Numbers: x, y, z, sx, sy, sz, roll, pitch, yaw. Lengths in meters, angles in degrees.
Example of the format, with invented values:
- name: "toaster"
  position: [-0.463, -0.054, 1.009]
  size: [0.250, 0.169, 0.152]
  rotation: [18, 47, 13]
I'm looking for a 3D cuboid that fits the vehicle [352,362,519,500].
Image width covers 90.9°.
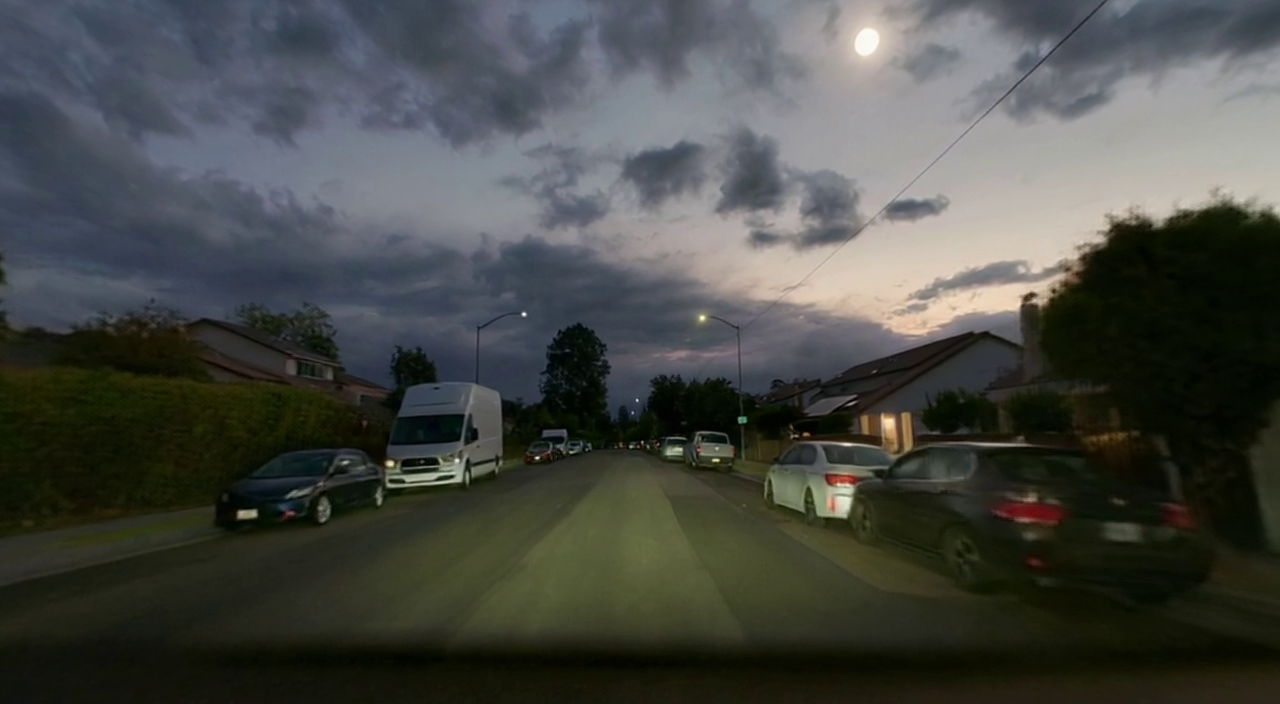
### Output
- name: "vehicle"
  position: [-6.176, 2.617, 20.761]
  size: [2.896, 3.648, 8.004]
  rotation: [0, -8, -1]

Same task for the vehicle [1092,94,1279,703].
- name: "vehicle"
  position: [3.428, 0.137, 0.762]
  size: [2.215, 2.542, 4.550]
  rotation: [-2, -7, 0]

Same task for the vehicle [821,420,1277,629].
- name: "vehicle"
  position: [3.554, 1.517, 6.705]
  size: [1.867, 1.470, 4.312]
  rotation: [0, -8, -2]

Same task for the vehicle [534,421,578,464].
- name: "vehicle"
  position: [-5.837, 6.339, 44.134]
  size: [2.408, 2.782, 3.837]
  rotation: [-3, -8, 0]

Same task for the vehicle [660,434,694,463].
- name: "vehicle"
  position: [2.416, 6.438, 42.164]
  size: [1.918, 1.815, 4.400]
  rotation: [0, -8, -1]

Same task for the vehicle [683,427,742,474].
- name: "vehicle"
  position: [3.041, 4.226, 27.335]
  size: [1.965, 1.855, 4.677]
  rotation: [0, -8, -1]

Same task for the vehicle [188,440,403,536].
- name: "vehicle"
  position: [-6.255, 2.448, 12.104]
  size: [1.921, 1.470, 4.068]
  rotation: [0, -8, -2]
